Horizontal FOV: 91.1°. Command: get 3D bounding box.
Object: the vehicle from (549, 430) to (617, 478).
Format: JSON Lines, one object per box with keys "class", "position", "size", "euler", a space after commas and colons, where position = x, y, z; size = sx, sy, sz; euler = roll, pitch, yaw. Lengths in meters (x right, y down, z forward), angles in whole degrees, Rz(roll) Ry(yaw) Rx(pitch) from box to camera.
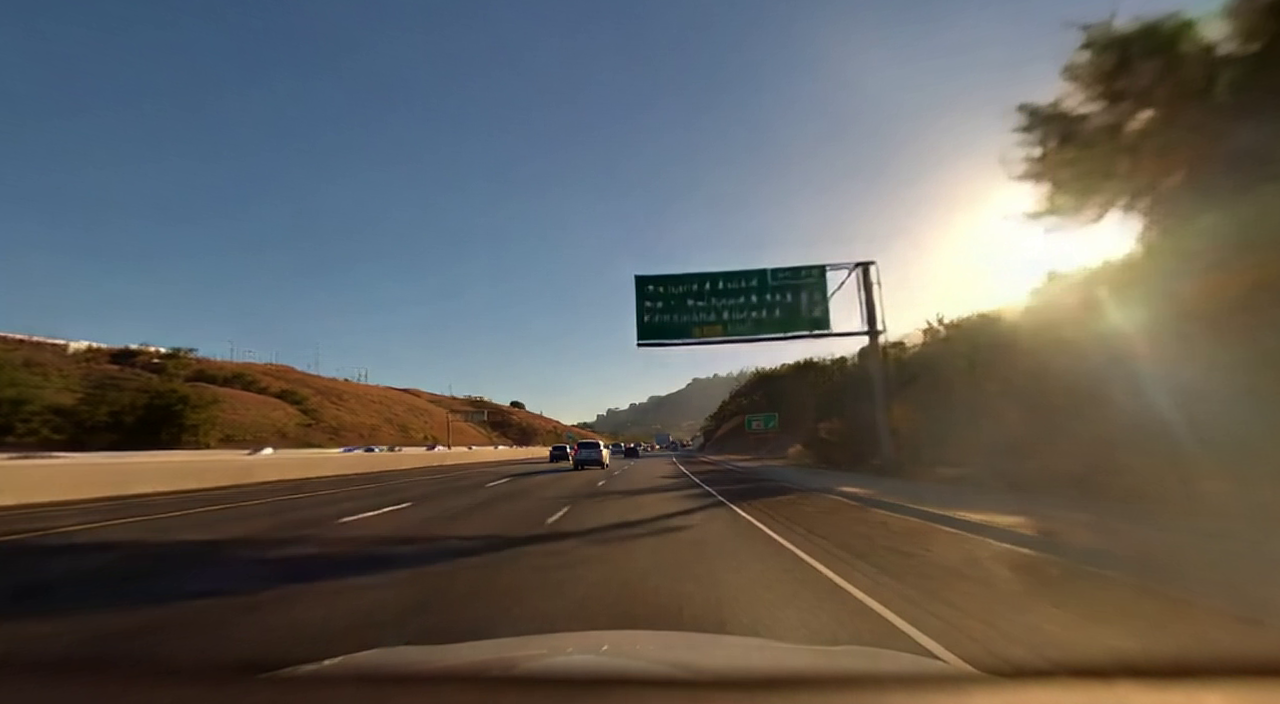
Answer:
{"class": "vehicle", "position": [-2.429, 4.557, 28.294], "size": [2.413, 1.896, 5.218], "euler": [-1, -8, 2]}
